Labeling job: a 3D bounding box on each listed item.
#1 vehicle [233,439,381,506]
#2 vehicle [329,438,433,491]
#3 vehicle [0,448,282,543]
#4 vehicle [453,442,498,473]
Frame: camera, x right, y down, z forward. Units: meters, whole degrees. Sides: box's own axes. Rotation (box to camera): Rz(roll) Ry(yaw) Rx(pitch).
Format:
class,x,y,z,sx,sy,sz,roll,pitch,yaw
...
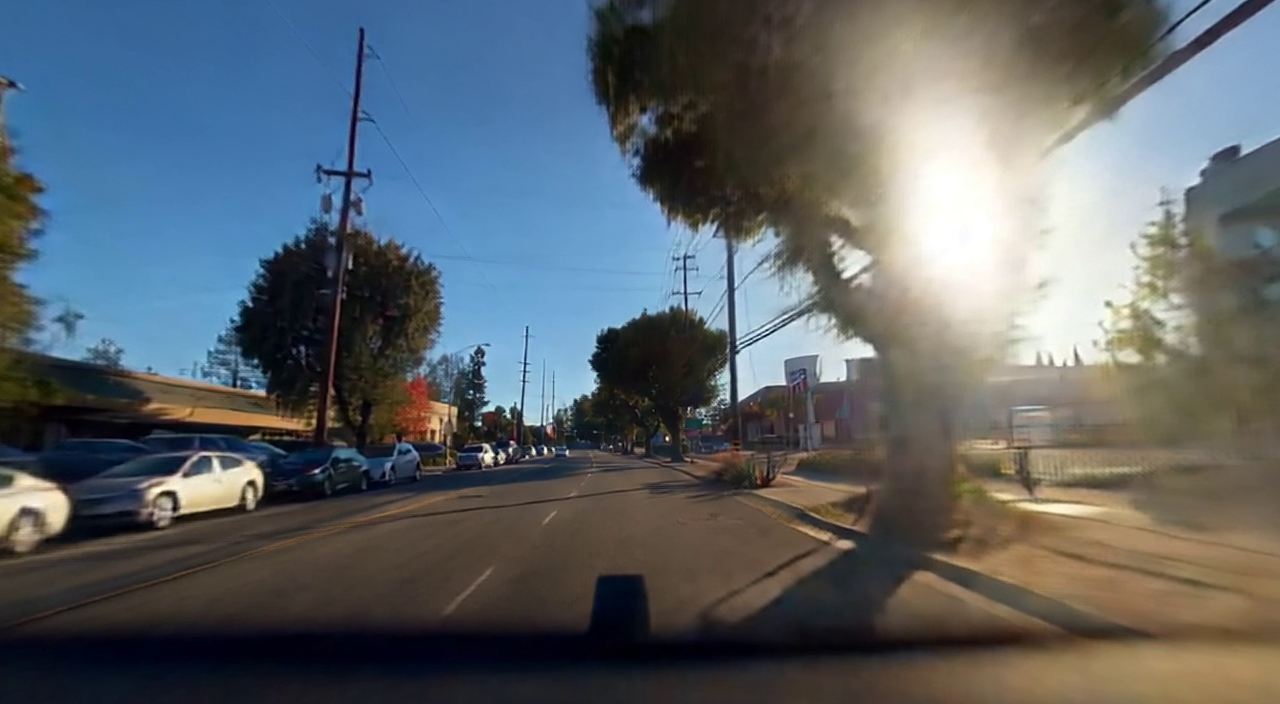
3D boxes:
class,x,y,z,sx,sy,sz,roll,pitch,yaw
vehicle,-9.592,3.475,18.726,2.027,1.719,4.575,0,-9,-3
vehicle,-9.725,4.258,24.265,1.983,1.799,5.276,0,-9,-3
vehicle,-9.248,2.639,12.383,1.878,1.471,4.698,0,-9,-2
vehicle,-10.678,6.845,41.326,2.016,1.872,5.297,1,-9,-6
